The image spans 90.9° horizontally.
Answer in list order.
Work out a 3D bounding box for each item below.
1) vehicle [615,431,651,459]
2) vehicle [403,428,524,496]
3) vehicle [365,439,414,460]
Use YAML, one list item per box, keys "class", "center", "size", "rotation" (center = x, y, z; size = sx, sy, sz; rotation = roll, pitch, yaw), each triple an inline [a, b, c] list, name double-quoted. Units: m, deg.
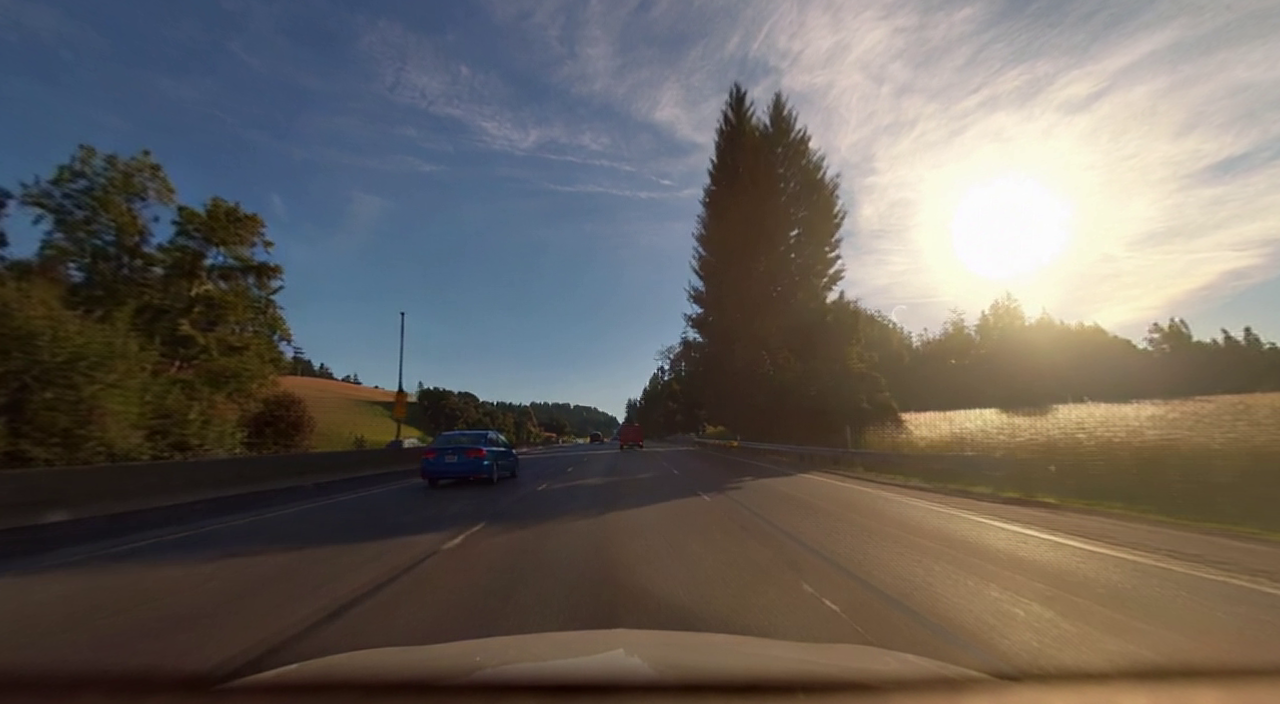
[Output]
- class: "vehicle"
  center: [-0.449, 5.792, 39.435]
  size: [2.162, 1.616, 4.242]
  rotation: [0, -8, -1]
- class: "vehicle"
  center: [-4.317, 2.735, 16.139]
  size: [1.931, 1.483, 4.105]
  rotation: [0, -8, 0]
- class: "vehicle"
  center: [-19.537, 7.592, 49.342]
  size: [1.975, 1.534, 4.443]
  rotation: [0, -8, 1]
